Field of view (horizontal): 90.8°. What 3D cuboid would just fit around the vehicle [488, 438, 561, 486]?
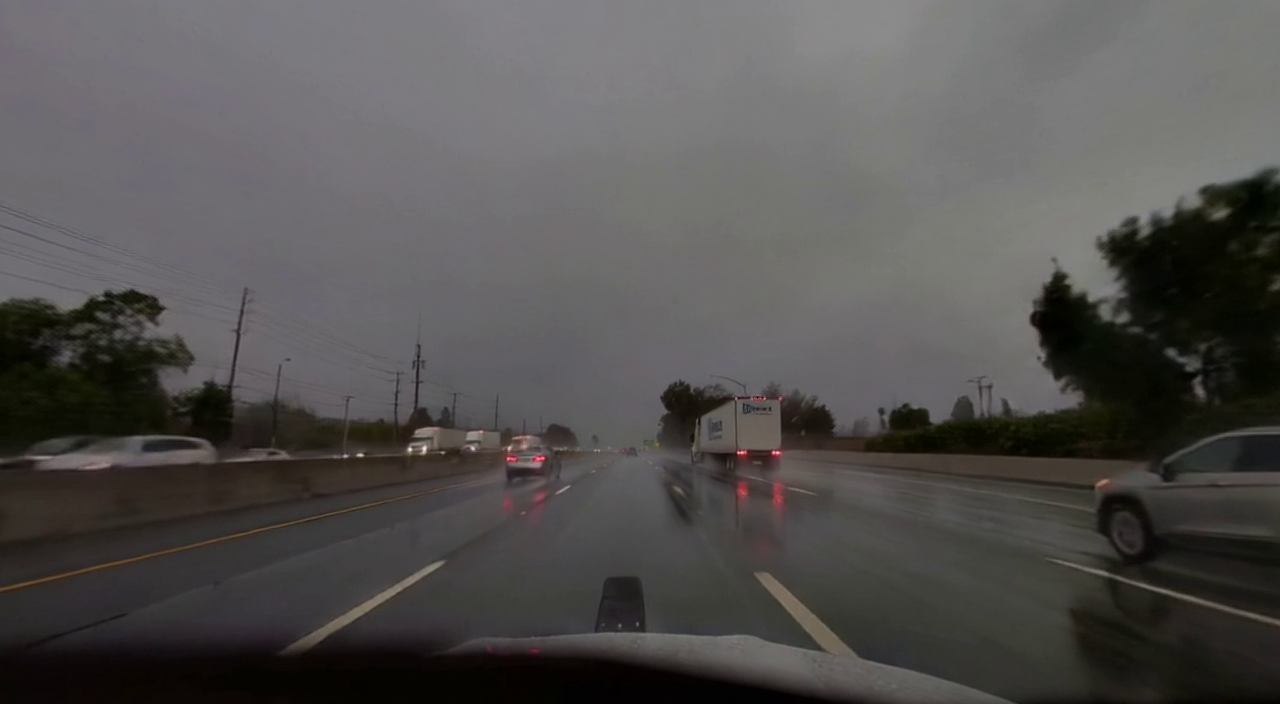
[{"bbox_3d":[-4.296,4.171,24.214,2.027,1.651,4.099,0,-9,0],"label":"vehicle"}]

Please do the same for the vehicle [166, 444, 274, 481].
[{"bbox_3d":[-20.969,5.518,31.845,2.210,1.695,4.700,0,-8,-1],"label":"vehicle"}]

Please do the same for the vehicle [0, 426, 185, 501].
[{"bbox_3d":[-13.183,2.618,15.151,1.734,1.554,3.743,0,-9,-1],"label":"vehicle"}]

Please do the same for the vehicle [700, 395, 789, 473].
[{"bbox_3d":[6.409,5.646,42.331,2.919,4.195,15.833,0,-9,-1],"label":"vehicle"}]

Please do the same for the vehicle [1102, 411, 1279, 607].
[{"bbox_3d":[6.413,1.287,5.082,1.991,1.647,4.409,0,-9,-1],"label":"vehicle"}]
